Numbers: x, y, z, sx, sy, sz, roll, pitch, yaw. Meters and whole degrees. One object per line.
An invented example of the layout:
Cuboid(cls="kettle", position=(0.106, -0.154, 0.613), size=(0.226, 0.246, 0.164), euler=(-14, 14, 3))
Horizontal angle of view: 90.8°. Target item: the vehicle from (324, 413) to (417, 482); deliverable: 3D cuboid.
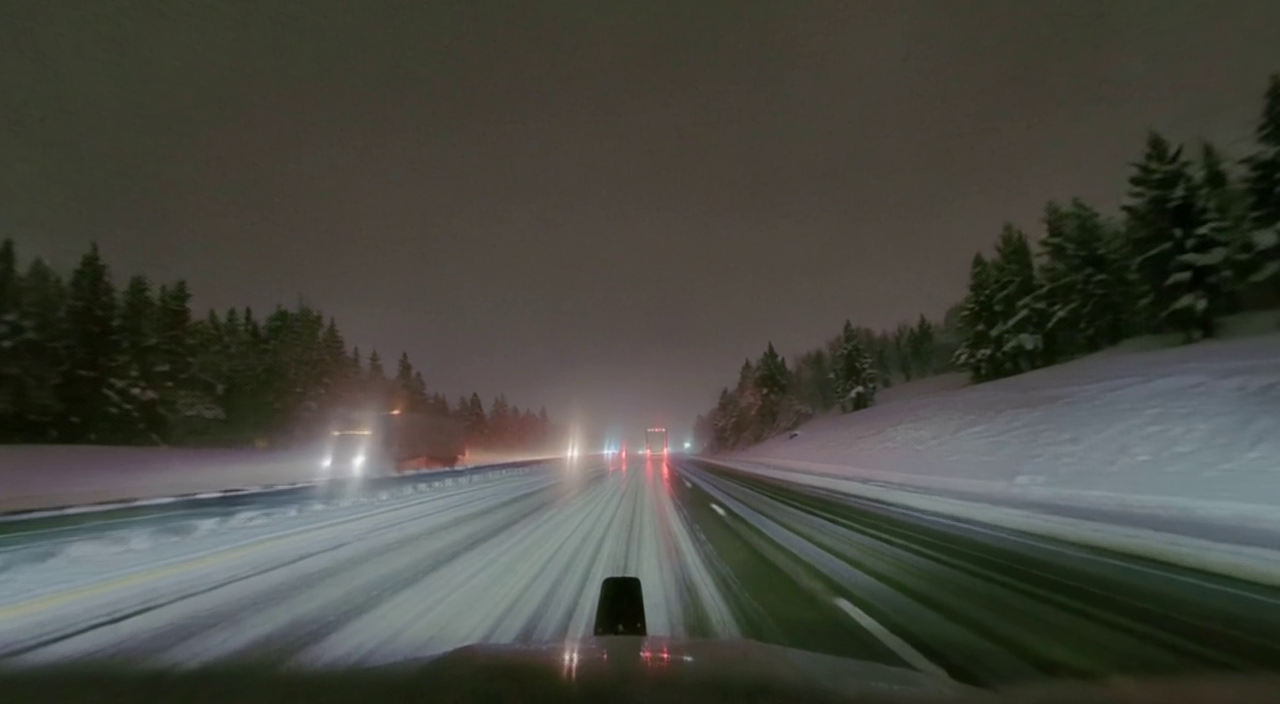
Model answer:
Cuboid(cls="vehicle", position=(-16.596, 5.959, 39.417), size=(3.004, 3.988, 5.943), euler=(0, -9, 1))
